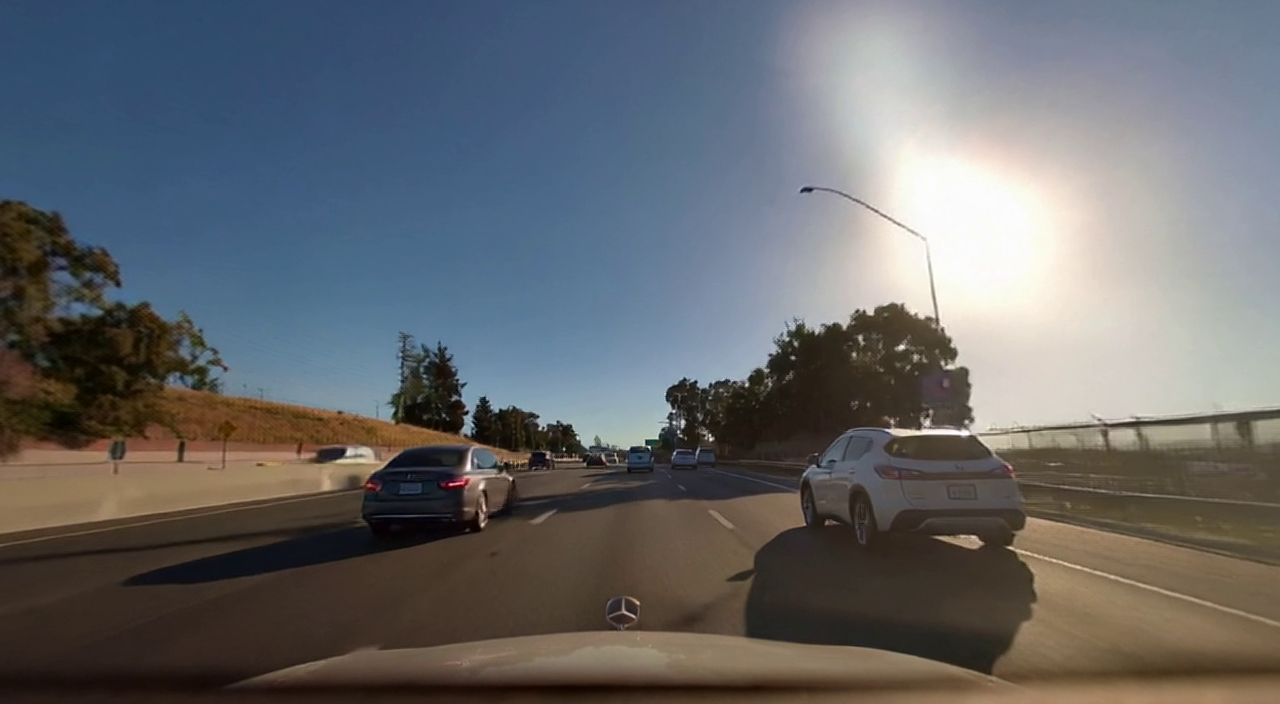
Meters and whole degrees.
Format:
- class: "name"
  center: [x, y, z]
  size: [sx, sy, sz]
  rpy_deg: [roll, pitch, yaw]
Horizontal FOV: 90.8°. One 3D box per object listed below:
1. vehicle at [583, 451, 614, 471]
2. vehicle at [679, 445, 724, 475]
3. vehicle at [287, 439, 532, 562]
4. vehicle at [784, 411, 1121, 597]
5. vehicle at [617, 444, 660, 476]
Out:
- class: "vehicle"
  center: [-3.161, 8.415, 48.887]
  size: [1.968, 1.473, 4.209]
  rpy_deg: [0, -8, 2]
- class: "vehicle"
  center: [3.724, 6.607, 38.881]
  size: [2.320, 1.735, 4.408]
  rpy_deg: [0, -8, 0]
- class: "vehicle"
  center: [-3.301, 2.212, 10.352]
  size: [2.130, 1.514, 4.766]
  rpy_deg: [0, -8, 1]
- class: "vehicle"
  center: [3.441, 1.750, 8.226]
  size: [2.029, 1.716, 4.545]
  rpy_deg: [0, -8, 0]
- class: "vehicle"
  center: [-0.088, 6.385, 37.598]
  size: [2.408, 1.748, 4.217]
  rpy_deg: [0, -8, 0]
